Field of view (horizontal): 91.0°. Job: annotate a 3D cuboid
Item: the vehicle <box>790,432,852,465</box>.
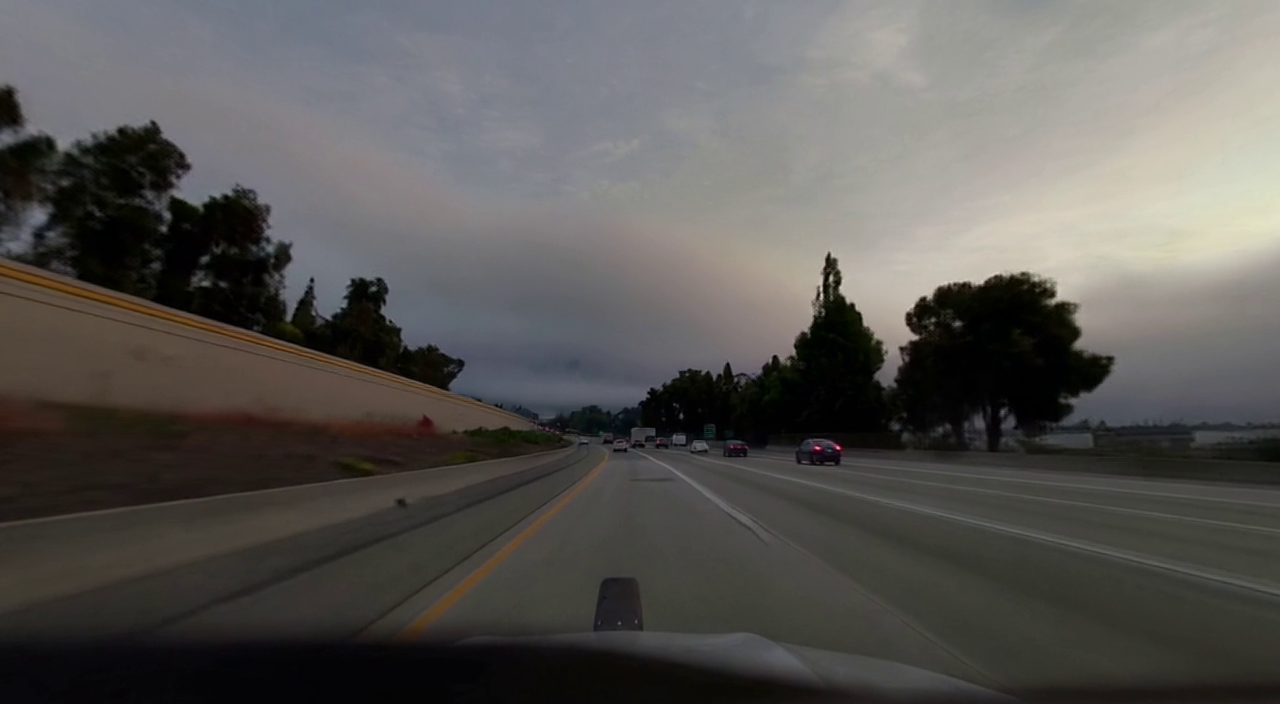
[{"bbox_3d":[10.235,5.508,35.993,2.077,1.763,4.472,0,-8,-2],"label":"vehicle"}]
